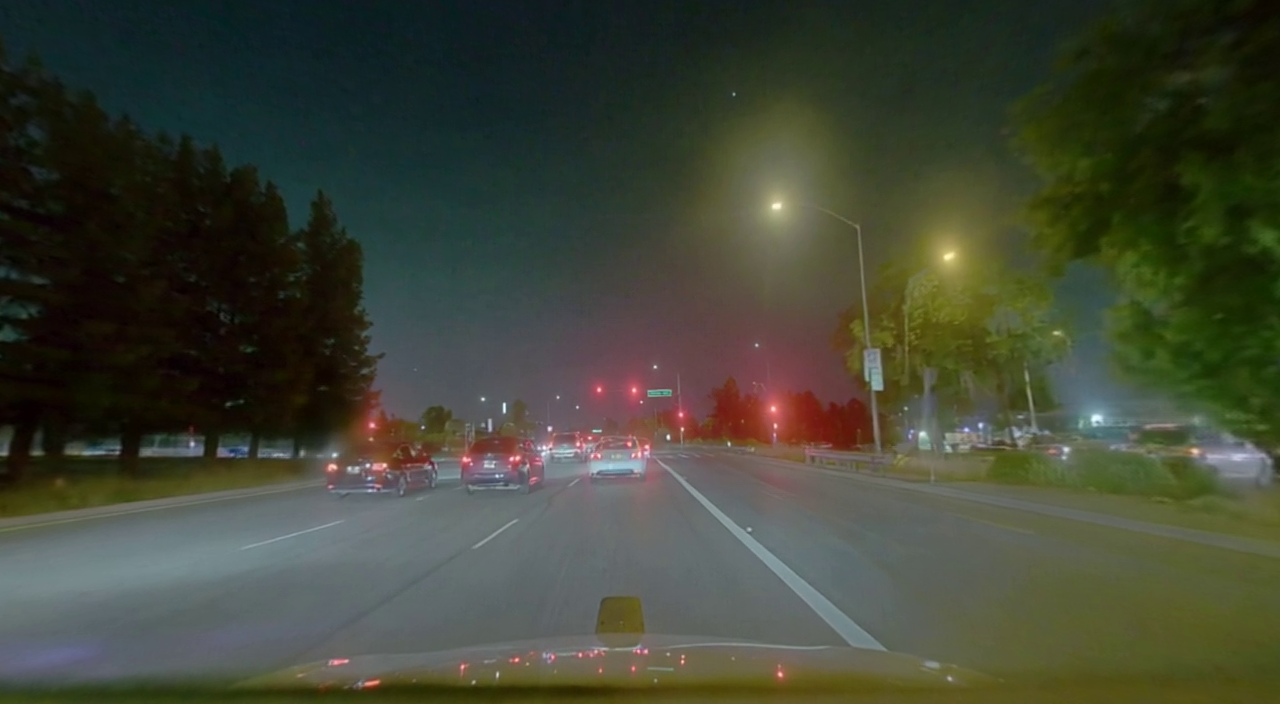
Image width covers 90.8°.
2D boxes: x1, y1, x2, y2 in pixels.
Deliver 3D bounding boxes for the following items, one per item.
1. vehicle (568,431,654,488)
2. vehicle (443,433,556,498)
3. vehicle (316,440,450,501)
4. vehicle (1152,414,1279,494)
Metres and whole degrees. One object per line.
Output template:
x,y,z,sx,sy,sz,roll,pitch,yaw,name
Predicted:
-0.778,3.136,18.762,2.231,1.481,4.489,0,-8,0,vehicle
-3.551,2.962,16.908,1.920,1.480,4.549,0,-8,1,vehicle
-7.012,3.252,17.811,1.852,1.458,4.422,0,-8,1,vehicle
15.061,2.409,15.170,4.961,1.657,2.071,3,-9,-23,vehicle
